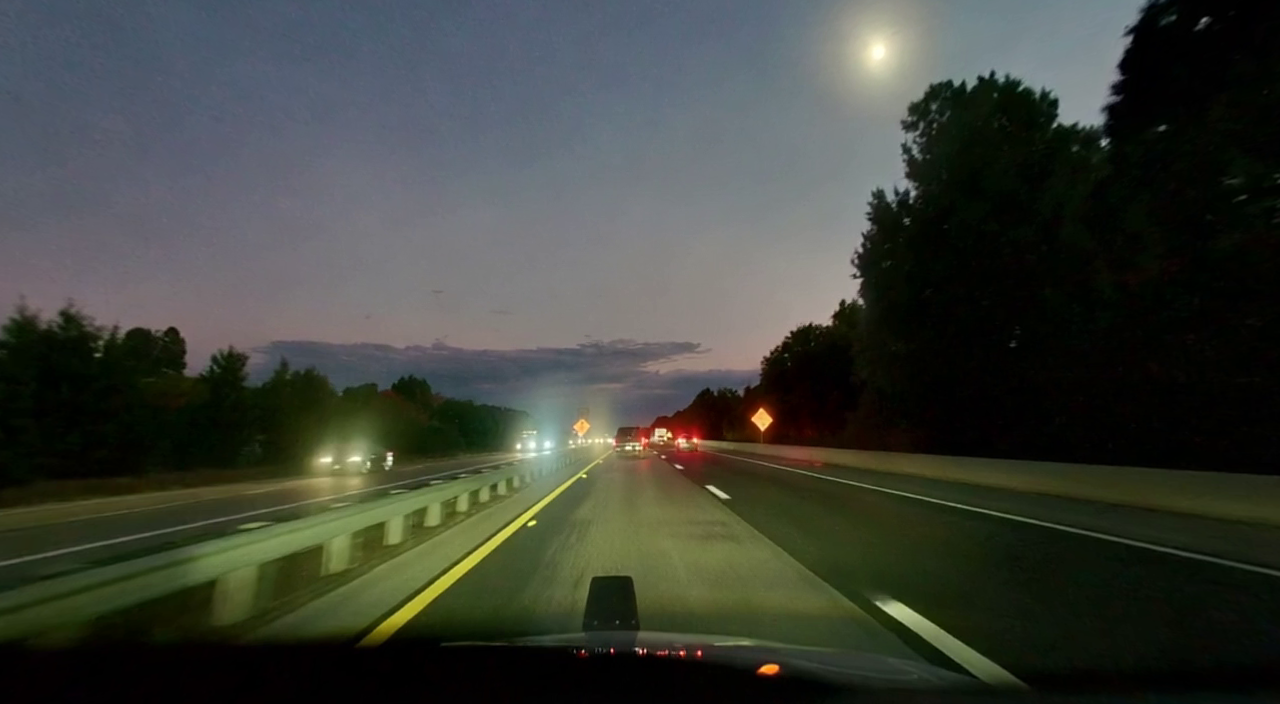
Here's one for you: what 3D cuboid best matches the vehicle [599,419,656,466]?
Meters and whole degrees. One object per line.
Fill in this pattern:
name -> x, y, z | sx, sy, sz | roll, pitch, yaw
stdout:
vehicle -> -0.627, 4.311, 30.107 | 2.503, 2.044, 4.633 | 0, -8, -1

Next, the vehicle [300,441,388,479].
vehicle -> -13.335, 4.863, 28.699 | 1.992, 1.580, 4.205 | 0, -8, 0
